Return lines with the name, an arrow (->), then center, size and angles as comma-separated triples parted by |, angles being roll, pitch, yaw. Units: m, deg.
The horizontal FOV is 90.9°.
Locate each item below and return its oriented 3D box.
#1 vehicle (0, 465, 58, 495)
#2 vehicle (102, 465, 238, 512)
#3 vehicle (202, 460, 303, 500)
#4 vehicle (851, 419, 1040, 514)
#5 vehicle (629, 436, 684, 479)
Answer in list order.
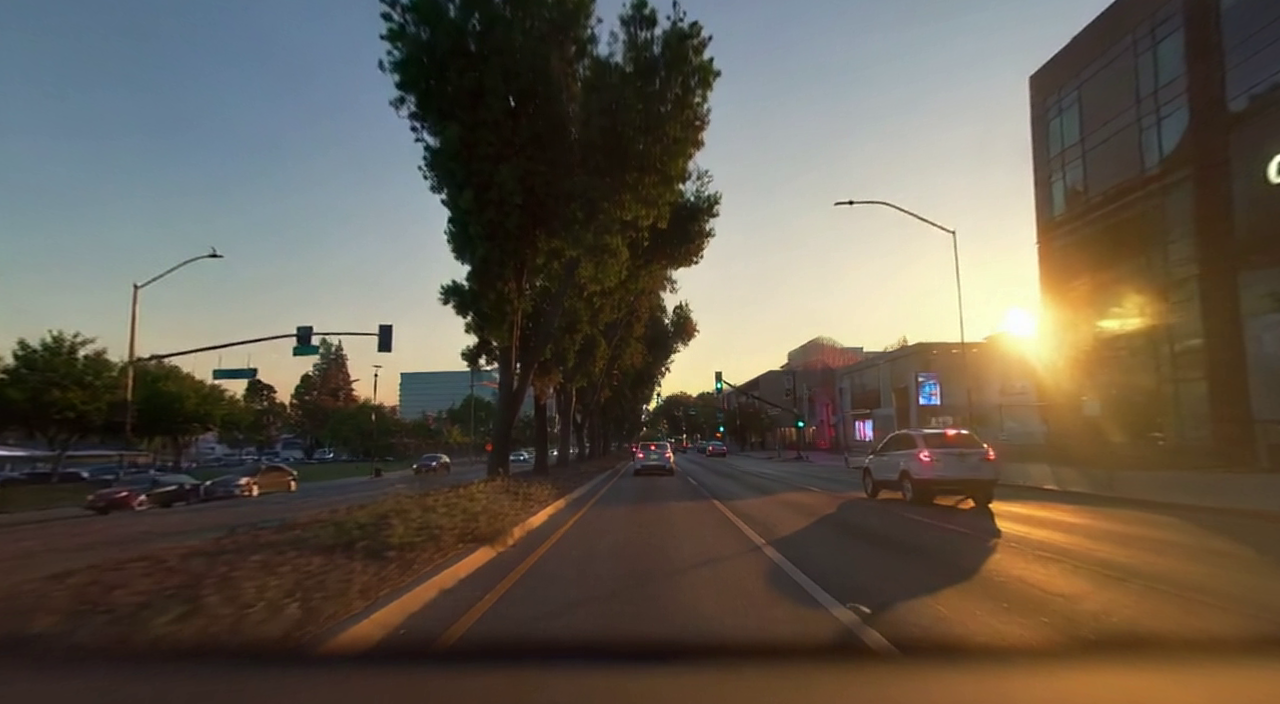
vehicle -> -39.207, 7.919, 39.118 | 4.082, 1.666, 1.947 | 0, -9, 0
vehicle -> -18.464, 5.344, 25.097 | 1.817, 1.540, 4.548 | 0, -9, 1
vehicle -> -18.312, 6.029, 30.088 | 1.866, 1.659, 4.597 | 0, -9, 0
vehicle -> 6.647, 2.549, 14.475 | 1.963, 1.783, 4.722 | 0, -9, 0
vehicle -> 0.652, 4.391, 26.413 | 2.125, 1.669, 3.880 | 0, -9, 0
